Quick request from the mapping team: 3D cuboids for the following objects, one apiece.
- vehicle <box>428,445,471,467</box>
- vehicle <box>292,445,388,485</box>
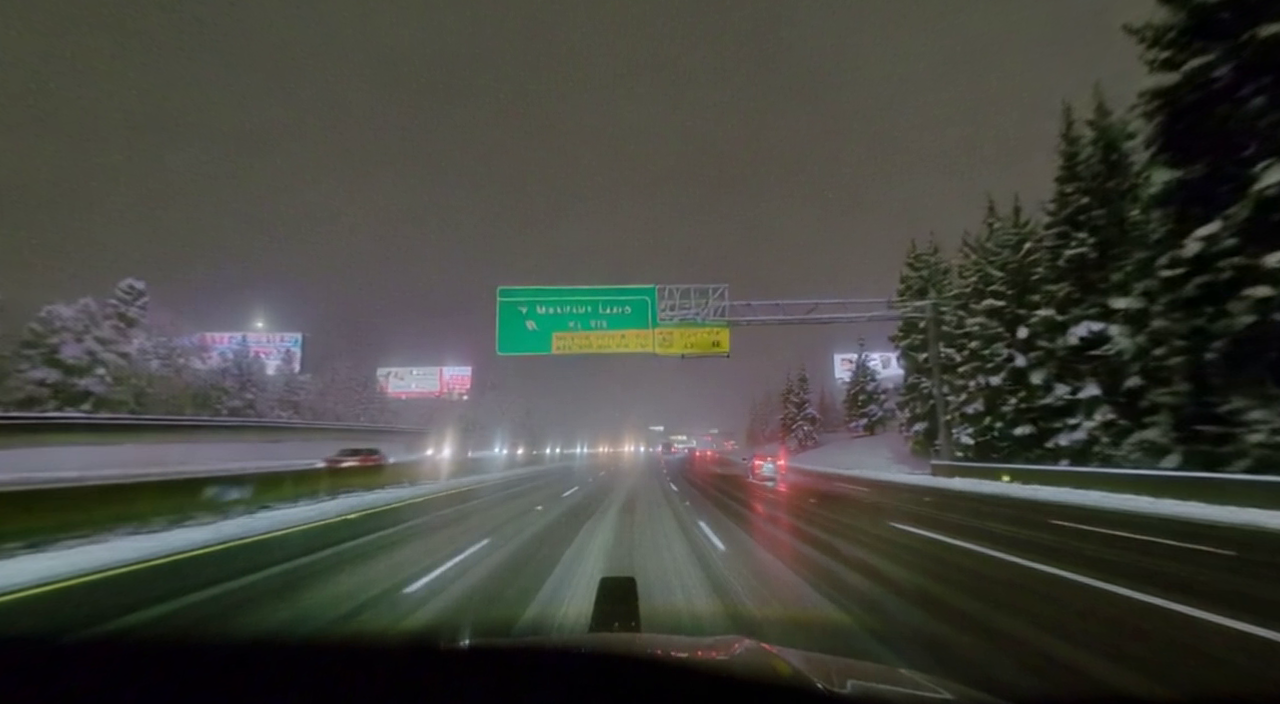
[{"bbox_3d":[-14.968,8.181,49.874,1.867,1.588,4.237,-1,-9,2],"label":"vehicle"},{"bbox_3d":[-12.188,4.586,25.986,1.880,1.469,4.087,0,-9,1],"label":"vehicle"}]
